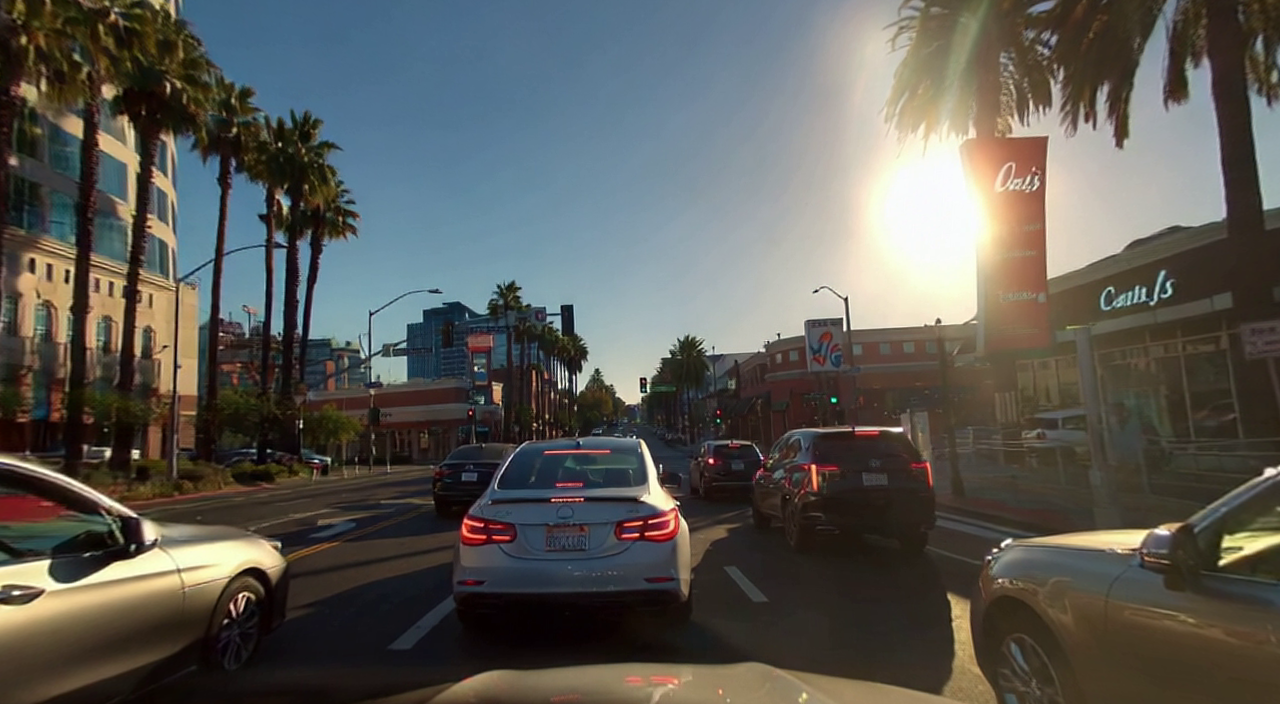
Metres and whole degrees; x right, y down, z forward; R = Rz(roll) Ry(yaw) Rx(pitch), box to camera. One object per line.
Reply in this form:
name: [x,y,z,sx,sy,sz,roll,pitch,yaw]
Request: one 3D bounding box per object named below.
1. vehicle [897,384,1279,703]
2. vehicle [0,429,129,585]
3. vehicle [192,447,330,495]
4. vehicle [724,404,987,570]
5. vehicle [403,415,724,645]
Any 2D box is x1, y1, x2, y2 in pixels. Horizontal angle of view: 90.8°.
vehicle: [2.617,0.815,1.526,2.085,1.469,4.458,0,-9,0]
vehicle: [-7.146,1.414,5.492,1.945,1.494,4.252,0,-9,-3]
vehicle: [-12.876,4.027,21.902,1.856,1.455,4.700,0,-9,0]
vehicle: [2.630,1.786,9.095,2.096,1.775,4.440,0,-9,-1]
vehicle: [-0.521,1.475,6.252,2.096,1.492,4.071,0,-9,-1]
